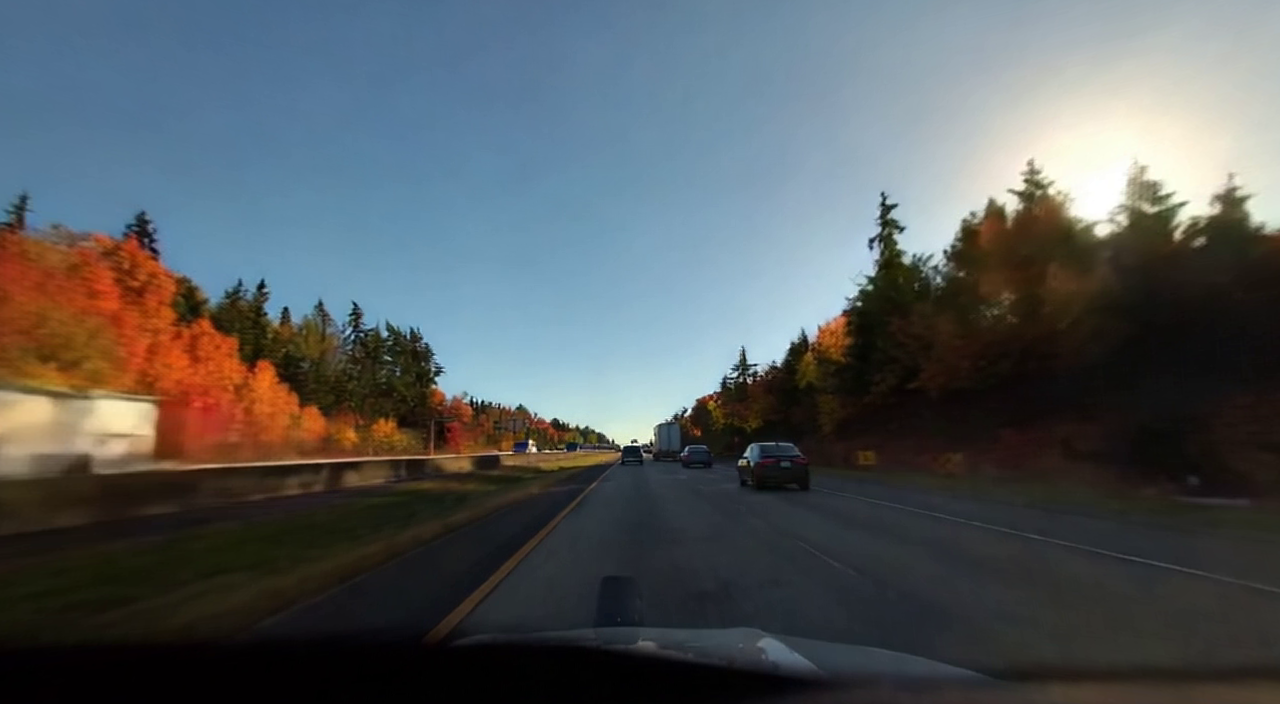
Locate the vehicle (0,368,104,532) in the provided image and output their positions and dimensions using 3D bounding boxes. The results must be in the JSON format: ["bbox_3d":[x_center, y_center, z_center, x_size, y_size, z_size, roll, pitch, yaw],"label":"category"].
[{"bbox_3d":[-8.759,0.987,6.212,2.244,1.935,5.210,0,-9,0],"label":"vehicle"}]

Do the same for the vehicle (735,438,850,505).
[{"bbox_3d":[3.810,3.057,16.423,1.968,1.513,3.911,0,-9,0],"label":"vehicle"}]

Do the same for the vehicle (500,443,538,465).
[{"bbox_3d":[-8.852,7.499,46.312,1.918,1.511,4.549,0,-9,0],"label":"vehicle"}]

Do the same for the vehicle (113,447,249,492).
[{"bbox_3d":[-13.205,3.367,18.265,1.642,1.108,3.052,-2,-8,0],"label":"vehicle"}]

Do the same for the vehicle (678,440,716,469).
[{"bbox_3d":[3.652,6.687,40.941,1.982,1.745,4.151,0,-9,-1],"label":"vehicle"}]

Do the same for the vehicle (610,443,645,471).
[{"bbox_3d":[-0.828,6.757,40.647,2.151,1.693,4.201,0,-9,-1],"label":"vehicle"}]
